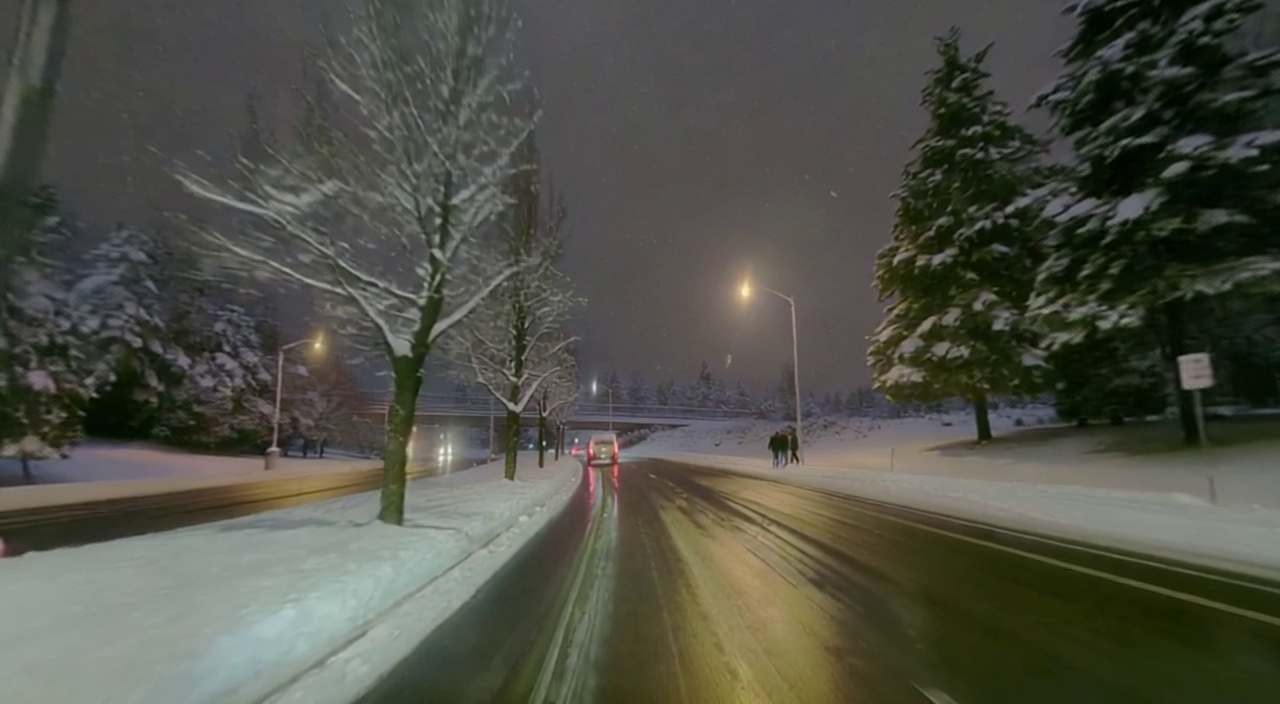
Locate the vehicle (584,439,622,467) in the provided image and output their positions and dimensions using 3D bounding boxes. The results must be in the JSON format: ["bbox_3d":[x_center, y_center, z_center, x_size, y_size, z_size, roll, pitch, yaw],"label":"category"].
[{"bbox_3d":[-2.504,6.660,41.776,2.184,1.713,4.231,1,-9,-7],"label":"vehicle"}]
